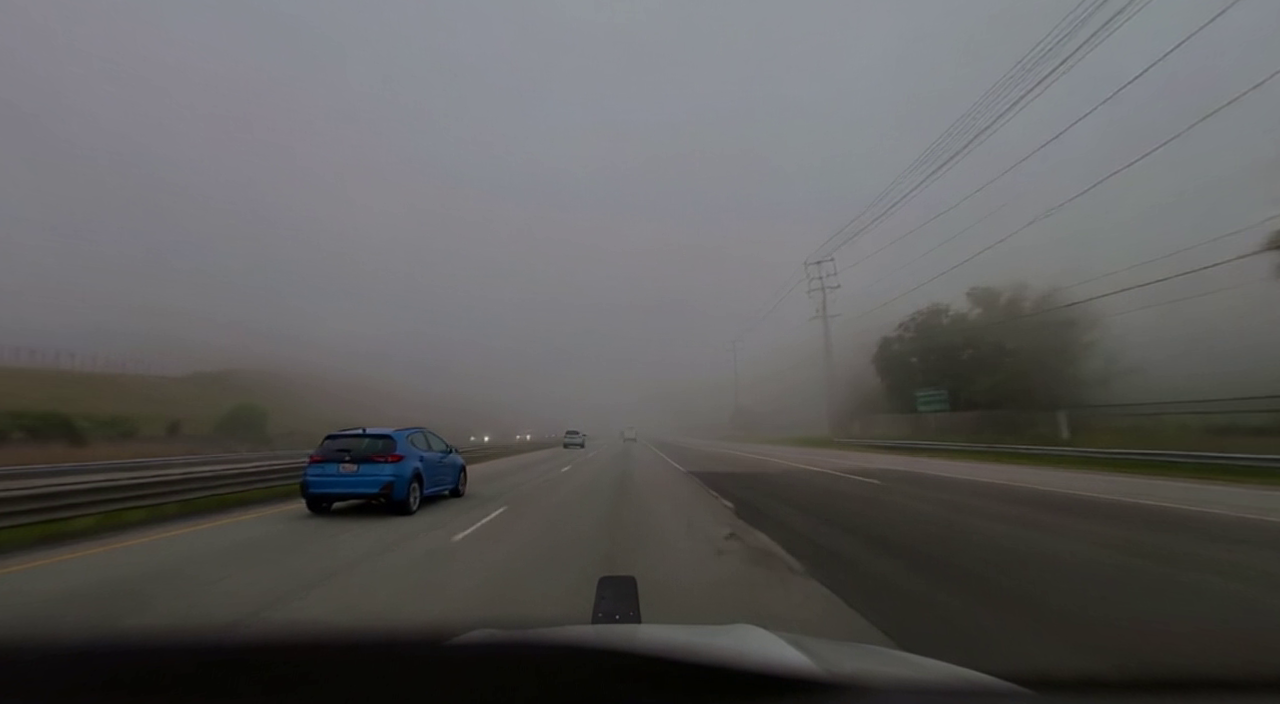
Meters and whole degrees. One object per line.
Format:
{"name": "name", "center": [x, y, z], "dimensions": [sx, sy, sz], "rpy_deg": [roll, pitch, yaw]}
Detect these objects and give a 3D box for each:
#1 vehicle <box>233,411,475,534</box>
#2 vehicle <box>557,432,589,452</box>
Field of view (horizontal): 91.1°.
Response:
{"name": "vehicle", "center": [-4.277, 1.854, 10.348], "dimensions": [2.023, 1.580, 4.259], "rpy_deg": [0, -8, -1]}
{"name": "vehicle", "center": [-5.244, 7.094, 49.755], "dimensions": [2.080, 1.478, 4.347], "rpy_deg": [0, -8, 0]}
